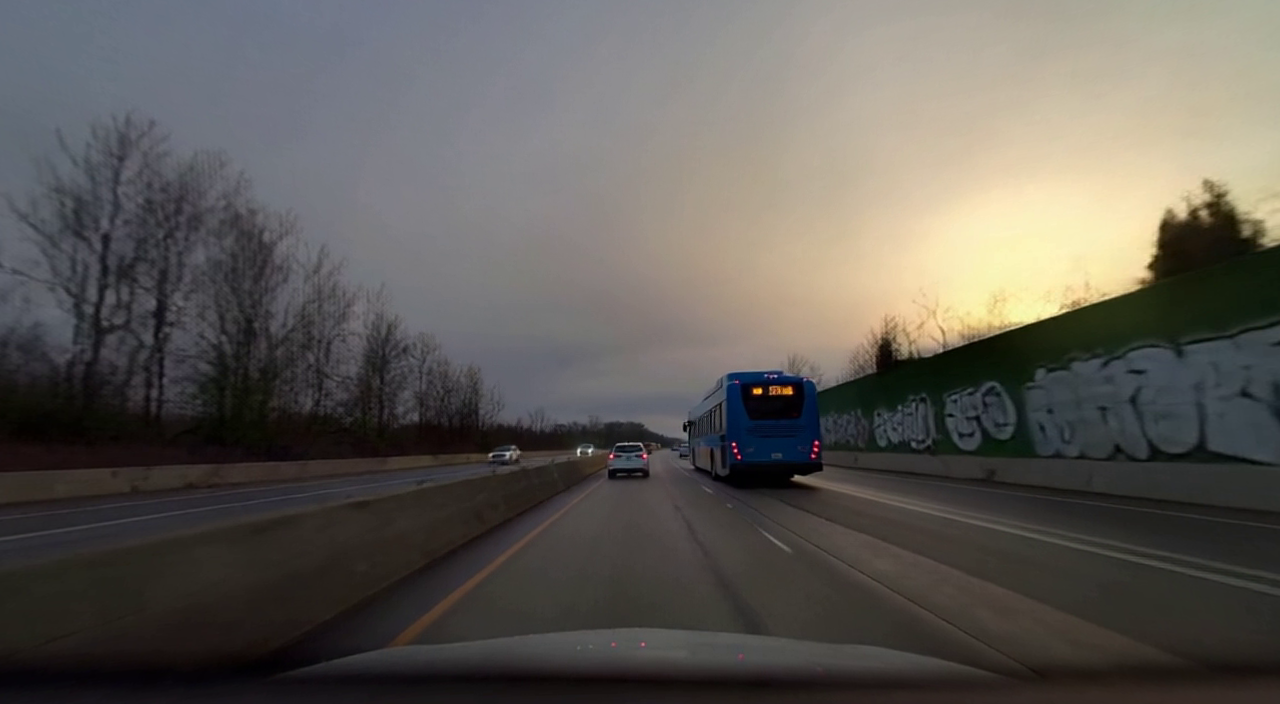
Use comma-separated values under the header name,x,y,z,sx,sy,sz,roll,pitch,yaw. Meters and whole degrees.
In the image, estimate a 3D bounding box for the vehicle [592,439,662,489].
name,x,y,z,sx,sy,sz,roll,pitch,yaw
vehicle,-0.367,3.803,21.553,2.160,1.532,4.073,-1,-9,1

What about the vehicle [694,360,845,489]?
name,x,y,z,sx,sy,sz,roll,pitch,yaw
vehicle,4.030,2.912,23.279,3.055,3.479,12.521,-1,-9,1
